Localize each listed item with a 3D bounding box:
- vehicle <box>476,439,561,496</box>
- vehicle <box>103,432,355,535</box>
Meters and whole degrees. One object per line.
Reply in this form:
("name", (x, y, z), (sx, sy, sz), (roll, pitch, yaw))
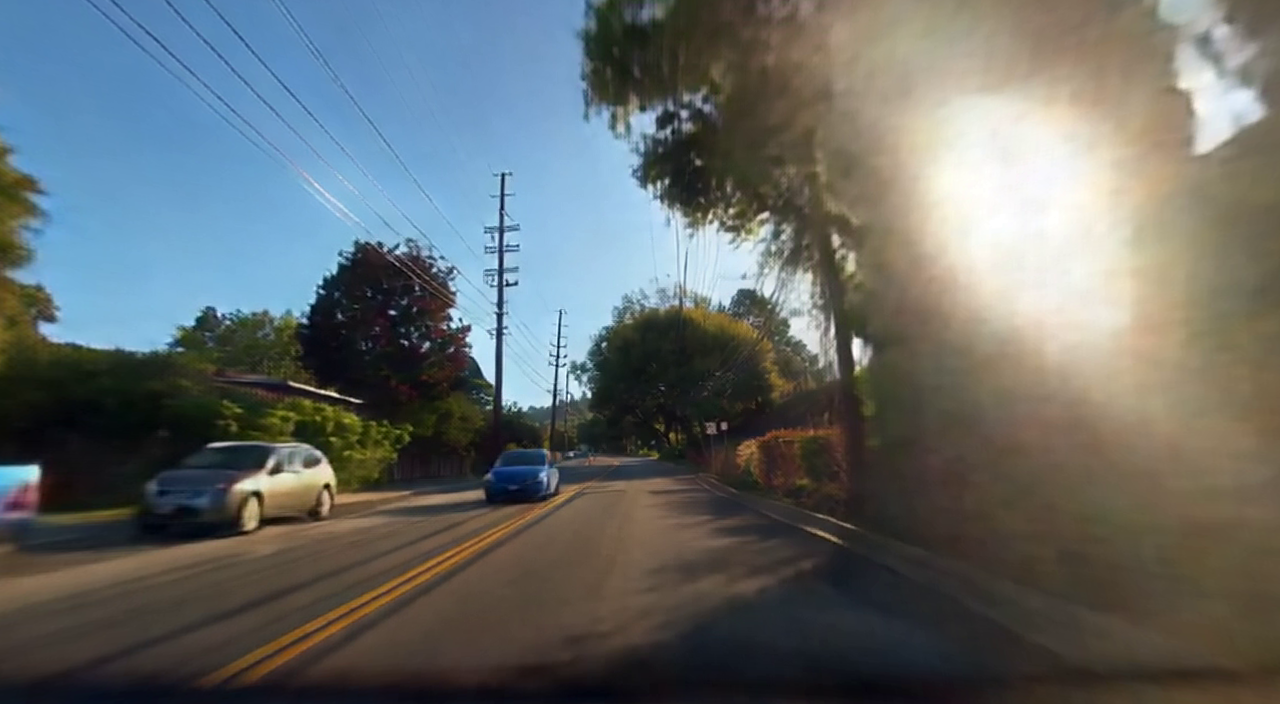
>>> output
("vehicle", (-4.038, 3.909, 21.840), (2.109, 1.738, 4.405), (0, -8, -1))
("vehicle", (-7.690, 2.571, 12.533), (1.940, 1.514, 4.544), (-4, -11, 0))
